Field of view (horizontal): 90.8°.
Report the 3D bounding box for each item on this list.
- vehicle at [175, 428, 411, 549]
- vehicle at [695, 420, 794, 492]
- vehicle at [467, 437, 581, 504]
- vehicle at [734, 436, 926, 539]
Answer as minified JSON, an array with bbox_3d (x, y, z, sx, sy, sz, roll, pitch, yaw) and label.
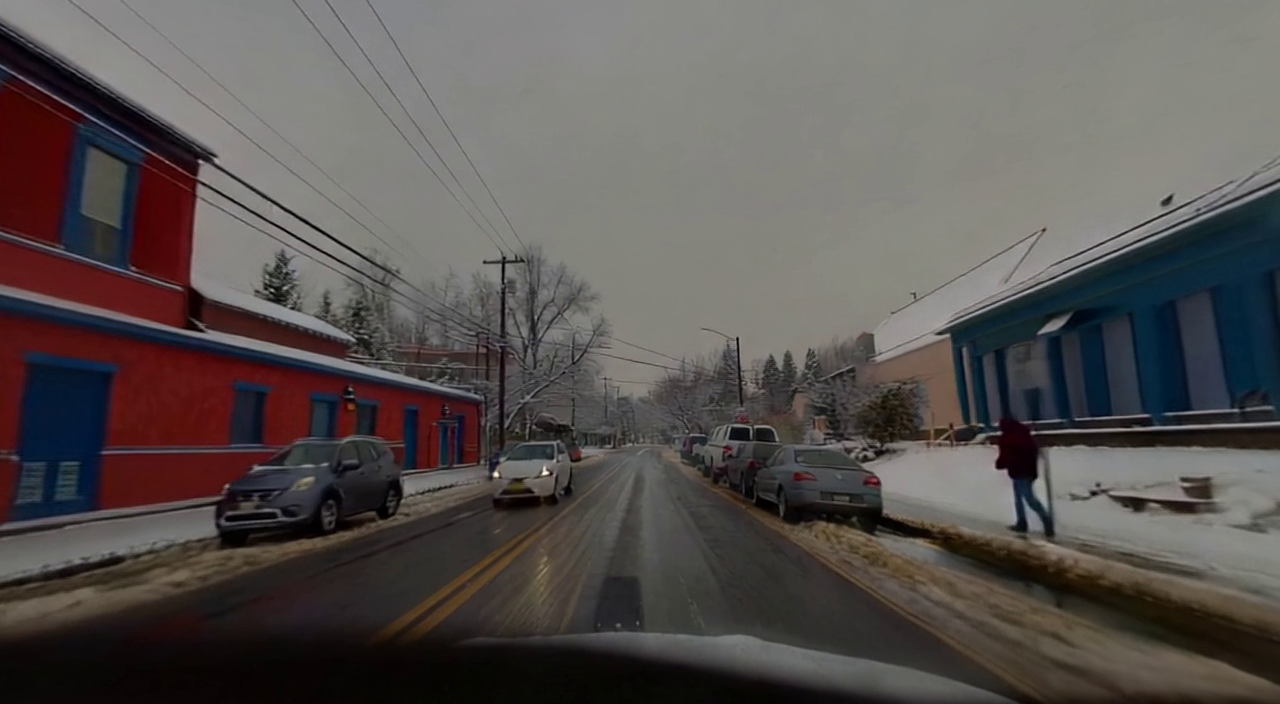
[{"bbox_3d":[-6.351,2.487,12.313,2.140,1.746,4.385,-4,-8,0],"label":"vehicle"},{"bbox_3d":[3.148,3.288,20.199,2.263,1.996,4.870,0,-9,0],"label":"vehicle"},{"bbox_3d":[-2.882,3.080,16.798,2.036,1.515,4.437,-1,-9,2],"label":"vehicle"},{"bbox_3d":[3.093,2.318,11.471,1.966,1.471,4.552,0,-9,-1],"label":"vehicle"}]
